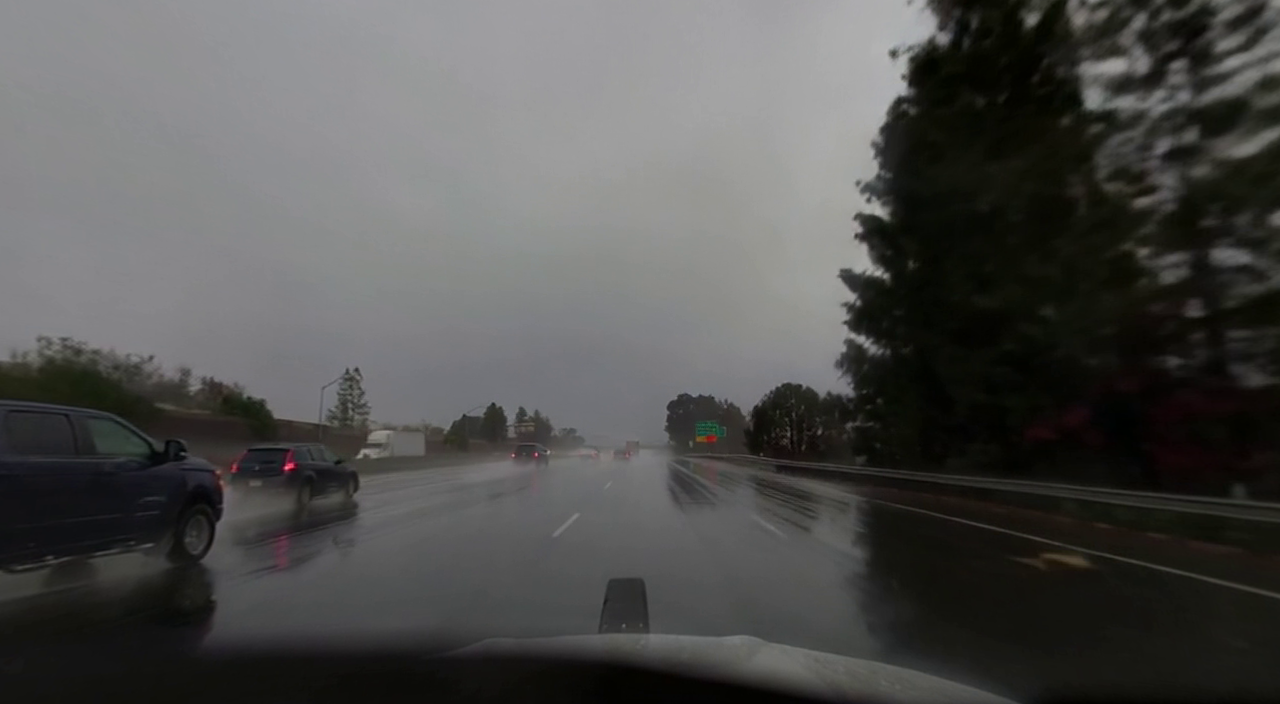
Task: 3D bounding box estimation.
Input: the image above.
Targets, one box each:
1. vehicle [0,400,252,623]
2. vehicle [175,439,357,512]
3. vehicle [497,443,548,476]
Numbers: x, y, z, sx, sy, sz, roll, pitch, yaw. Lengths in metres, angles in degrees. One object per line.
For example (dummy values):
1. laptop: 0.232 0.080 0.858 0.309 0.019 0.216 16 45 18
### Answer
1. vehicle: -6.353 1.299 5.135 2.403 1.773 6.276 0 -8 0
2. vehicle: -9.739 3.210 16.966 2.060 1.662 4.469 -1 -8 2
3. vehicle: -6.523 5.981 35.459 2.009 1.735 4.358 0 -8 1
